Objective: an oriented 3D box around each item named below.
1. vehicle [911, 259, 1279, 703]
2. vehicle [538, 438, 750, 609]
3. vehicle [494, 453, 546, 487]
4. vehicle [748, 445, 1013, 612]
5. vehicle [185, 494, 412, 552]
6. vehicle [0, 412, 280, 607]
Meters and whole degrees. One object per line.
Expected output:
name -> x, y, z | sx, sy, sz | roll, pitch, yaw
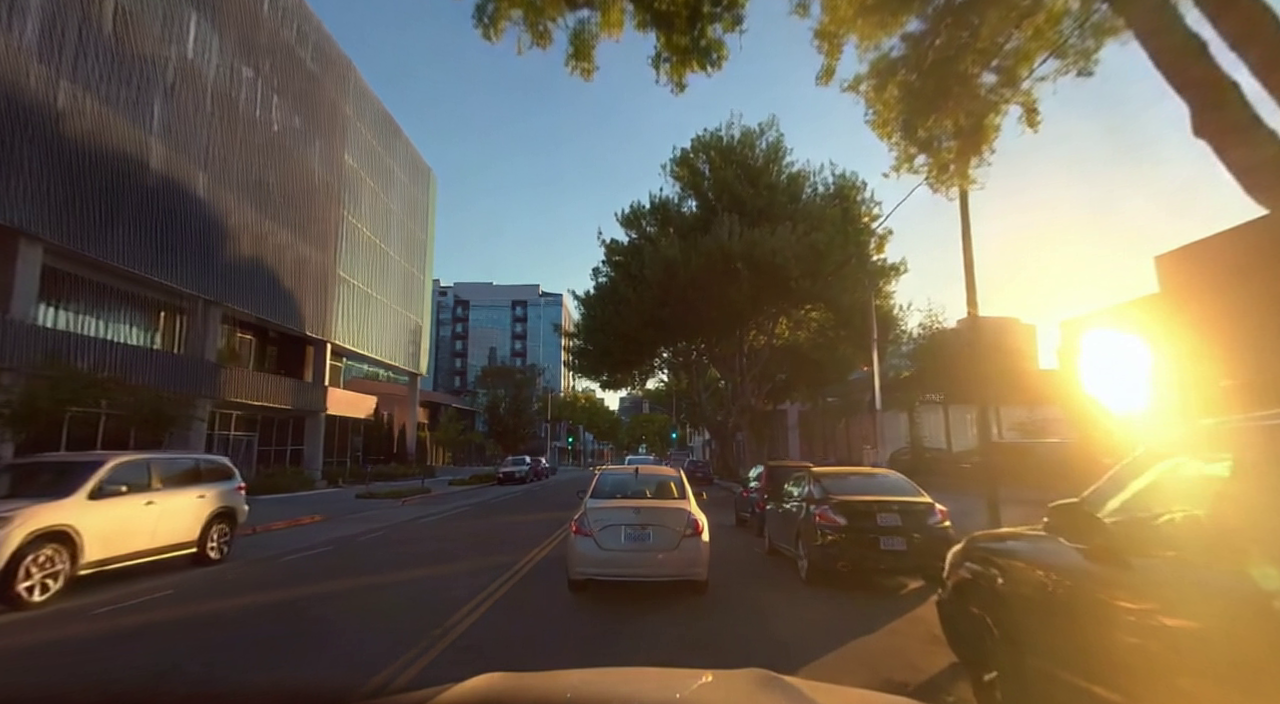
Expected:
vehicle -> 2.751, 0.744, 1.910 | 1.868, 1.920, 4.501 | 1, -10, 1
vehicle -> 0.050, 1.980, 7.900 | 2.018, 1.583, 3.646 | 1, -10, 0
vehicle -> -6.582, 6.592, 34.880 | 2.024, 1.654, 4.396 | -3, -12, 0
vehicle -> 2.672, 2.076, 8.158 | 1.884, 1.566, 4.018 | 1, -10, 1
vehicle -> -6.825, 3.529, 13.355 | 2.223, 0.774, 4.789 | 1, -10, 0
vehicle -> -6.722, 1.897, 7.674 | 1.994, 1.701, 4.520 | -3, -12, -1
